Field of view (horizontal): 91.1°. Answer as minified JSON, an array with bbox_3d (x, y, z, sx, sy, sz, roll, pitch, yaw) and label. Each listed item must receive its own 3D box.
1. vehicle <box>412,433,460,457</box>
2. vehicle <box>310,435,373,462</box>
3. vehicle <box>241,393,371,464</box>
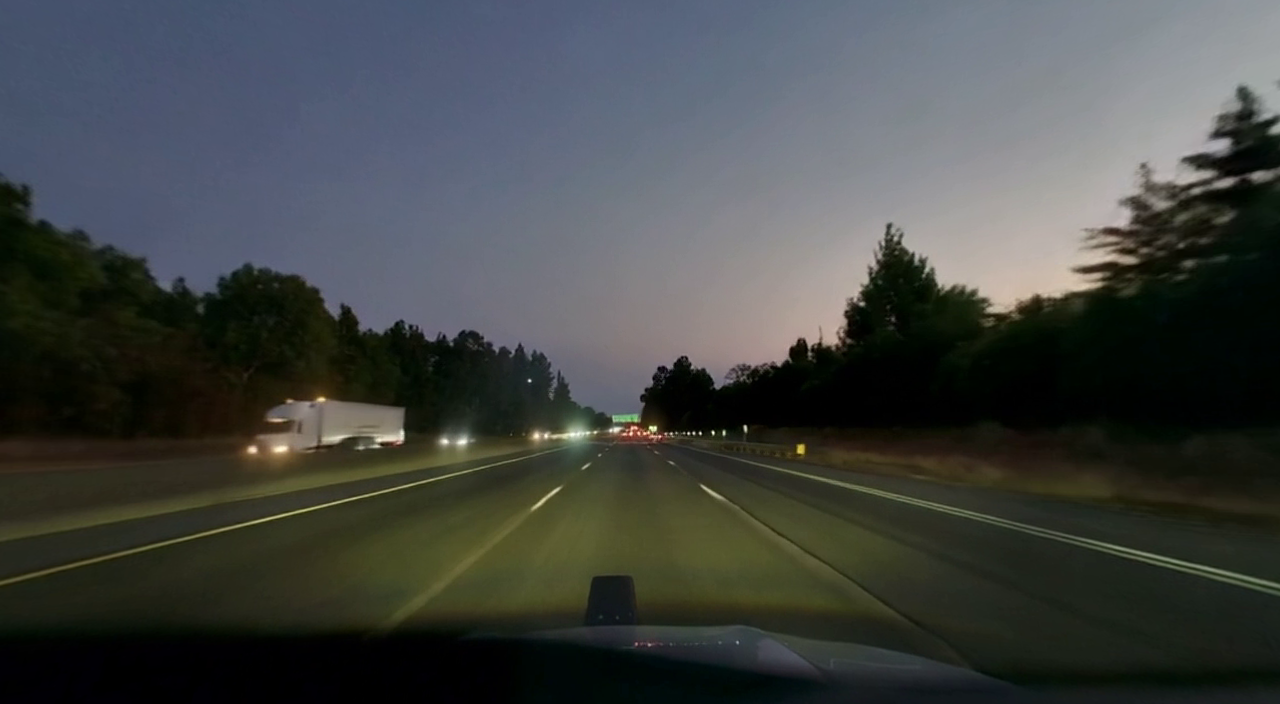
[{"bbox_3d":[-13.121,5.998,40.637,1.663,1.464,4.353,0,-8,-1],"label":"vehicle"},{"bbox_3d":[-17.243,5.588,36.516,1.838,1.470,3.701,0,-8,-1],"label":"vehicle"},{"bbox_3d":[-20.983,4.970,40.543,2.969,4.008,10.131,0,-8,-1],"label":"vehicle"}]
